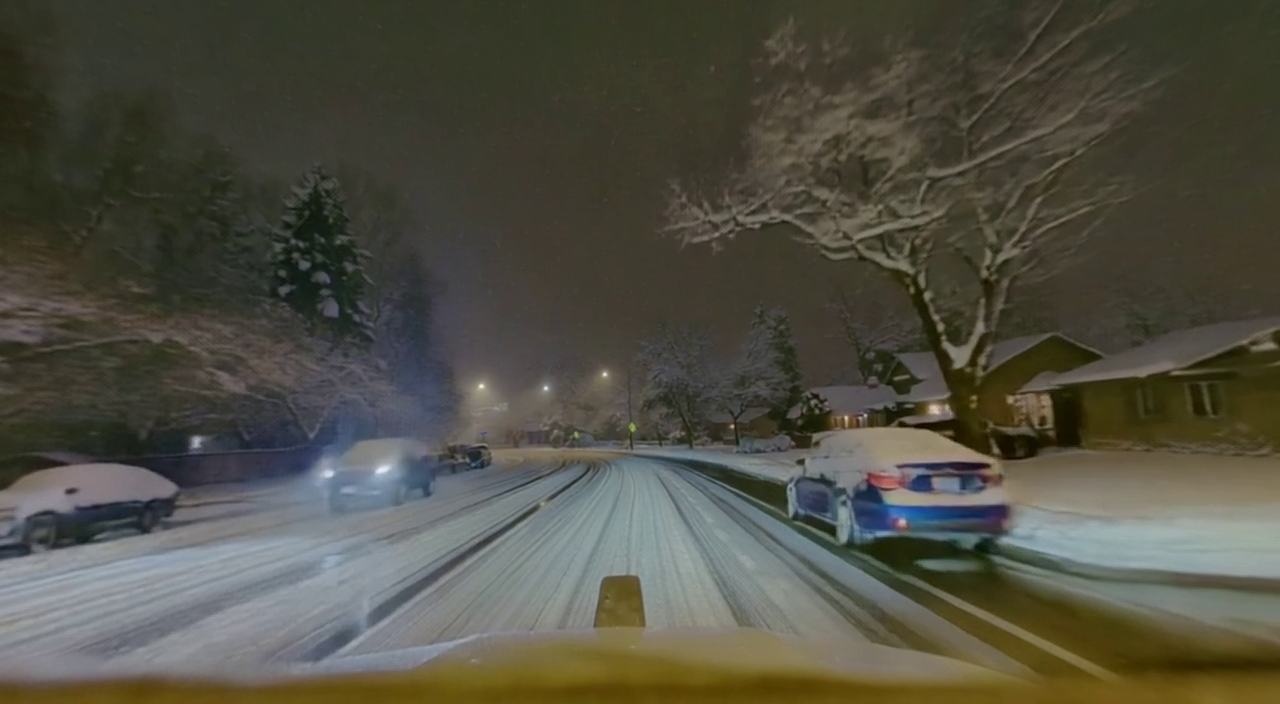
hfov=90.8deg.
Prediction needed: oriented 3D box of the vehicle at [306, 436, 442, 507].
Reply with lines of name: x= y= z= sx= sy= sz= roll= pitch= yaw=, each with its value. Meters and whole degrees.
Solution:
vehicle: x=-7.276 y=3.278 z=17.877 sx=2.090 sy=1.724 sz=4.270 roll=1 pitch=-8 yaw=-2

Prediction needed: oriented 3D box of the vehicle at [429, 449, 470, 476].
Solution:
vehicle: x=-12.031 y=7.002 z=40.147 sx=1.750 sy=1.471 sz=3.960 roll=2 pitch=-7 yaw=-6

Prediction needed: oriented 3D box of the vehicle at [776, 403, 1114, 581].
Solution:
vehicle: x=3.705 y=1.817 z=9.259 sx=2.176 sy=1.793 sz=5.534 roll=0 pitch=-8 yaw=0

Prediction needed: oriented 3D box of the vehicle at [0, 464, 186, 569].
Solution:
vehicle: x=-11.058 y=2.898 z=11.599 sx=1.958 sy=1.493 sz=4.671 roll=0 pitch=-8 yaw=0
